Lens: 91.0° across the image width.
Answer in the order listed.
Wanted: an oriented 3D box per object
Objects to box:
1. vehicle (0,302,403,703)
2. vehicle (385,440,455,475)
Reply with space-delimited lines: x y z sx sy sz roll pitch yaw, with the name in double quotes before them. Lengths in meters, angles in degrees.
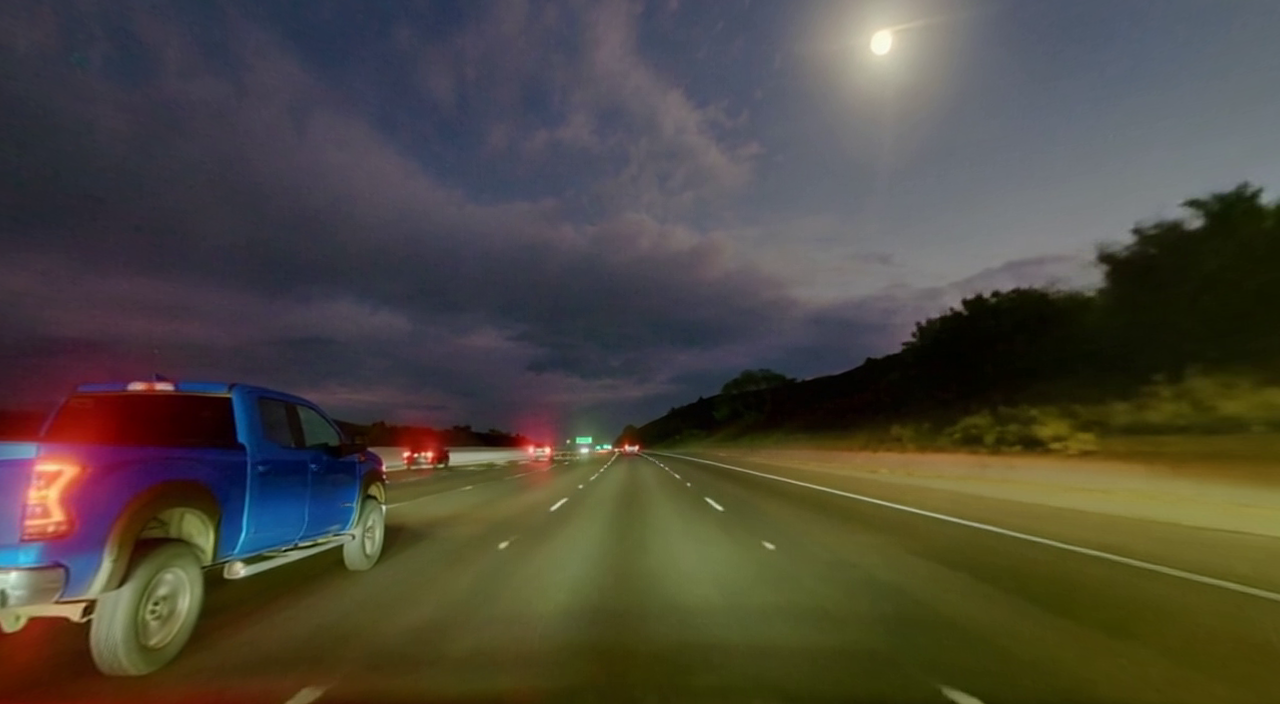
"vehicle" -4.239 1.066 4.944 2.339 2.004 6.171 0 -9 0
"vehicle" -11.475 5.532 33.196 2.106 1.692 4.458 0 -9 -1
